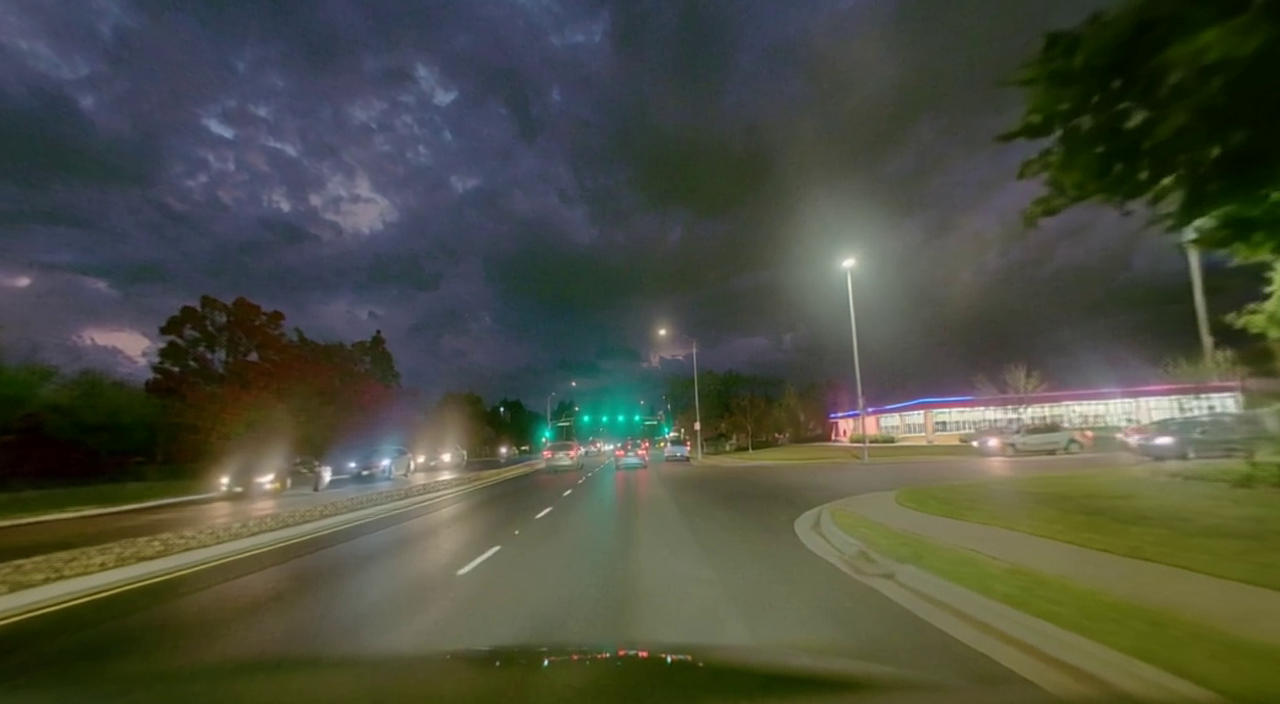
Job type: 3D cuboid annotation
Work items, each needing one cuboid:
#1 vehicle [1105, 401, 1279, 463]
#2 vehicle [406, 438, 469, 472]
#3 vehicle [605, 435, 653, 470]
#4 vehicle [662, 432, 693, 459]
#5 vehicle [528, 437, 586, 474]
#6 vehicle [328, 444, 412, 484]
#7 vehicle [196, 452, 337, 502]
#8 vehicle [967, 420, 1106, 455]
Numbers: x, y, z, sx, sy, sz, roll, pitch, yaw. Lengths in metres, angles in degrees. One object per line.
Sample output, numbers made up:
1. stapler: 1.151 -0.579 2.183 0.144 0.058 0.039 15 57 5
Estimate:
1. vehicle: 17.015 2.401 18.844 4.524 1.699 2.068 -1 -8 2
2. vehicle: -12.426 6.355 39.133 2.260 1.921 4.902 -1 -8 0
3. vehicle: -0.521 4.651 29.423 2.085 1.475 3.976 0 -8 -1
4. vehicle: 2.773 6.974 47.273 2.175 1.850 5.118 -1 -8 2
5. vehicle: -3.558 4.522 27.839 1.921 1.477 4.083 -1 -8 1
6. vehicle: -12.609 5.212 29.882 1.986 1.712 4.399 -1 -8 1
7. vehicle: -12.596 4.213 21.745 1.909 1.462 4.608 -1 -8 2
8. vehicle: 17.168 3.745 27.569 4.517 1.455 2.233 -1 -8 3
